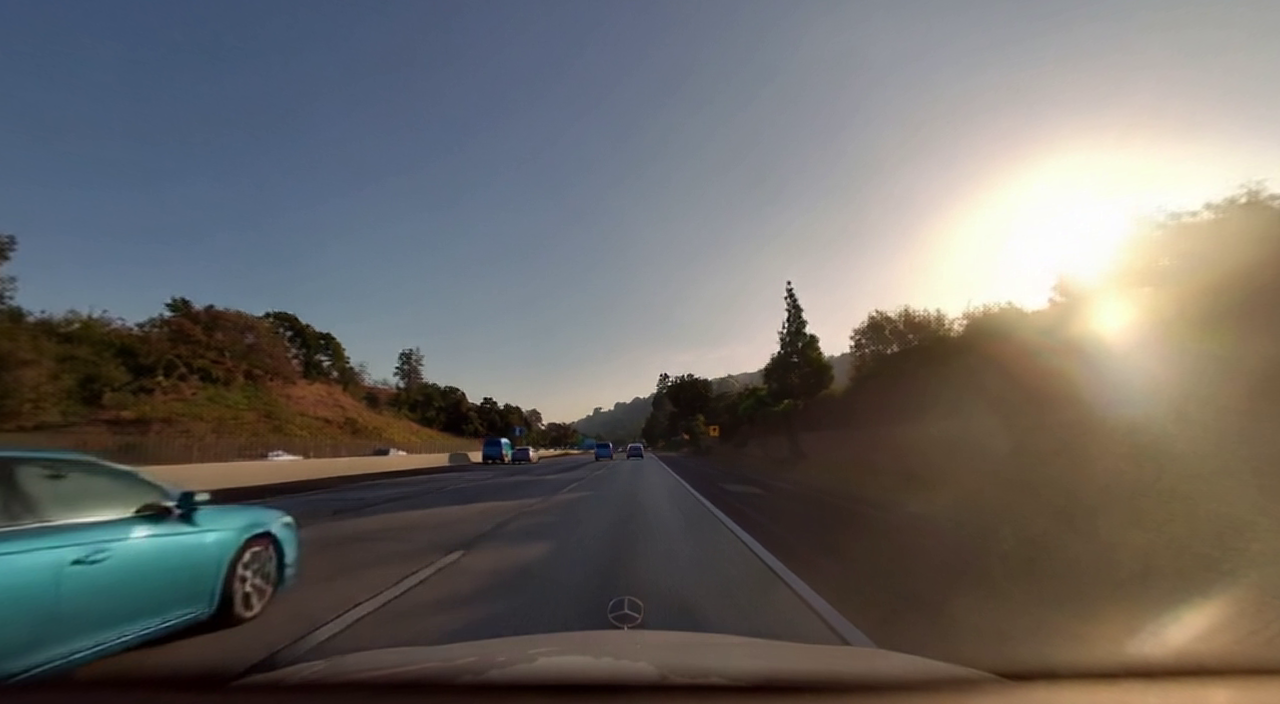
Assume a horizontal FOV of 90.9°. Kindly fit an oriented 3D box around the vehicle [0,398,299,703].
[{"bbox_3d":[-3.511,0.876,1.948,2.081,1.514,4.943,0,-8,1],"label":"vehicle"}]

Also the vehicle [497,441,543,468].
[{"bbox_3d":[-7.423,6.389,39.449,2.014,1.598,4.015,0,-8,1],"label":"vehicle"}]
